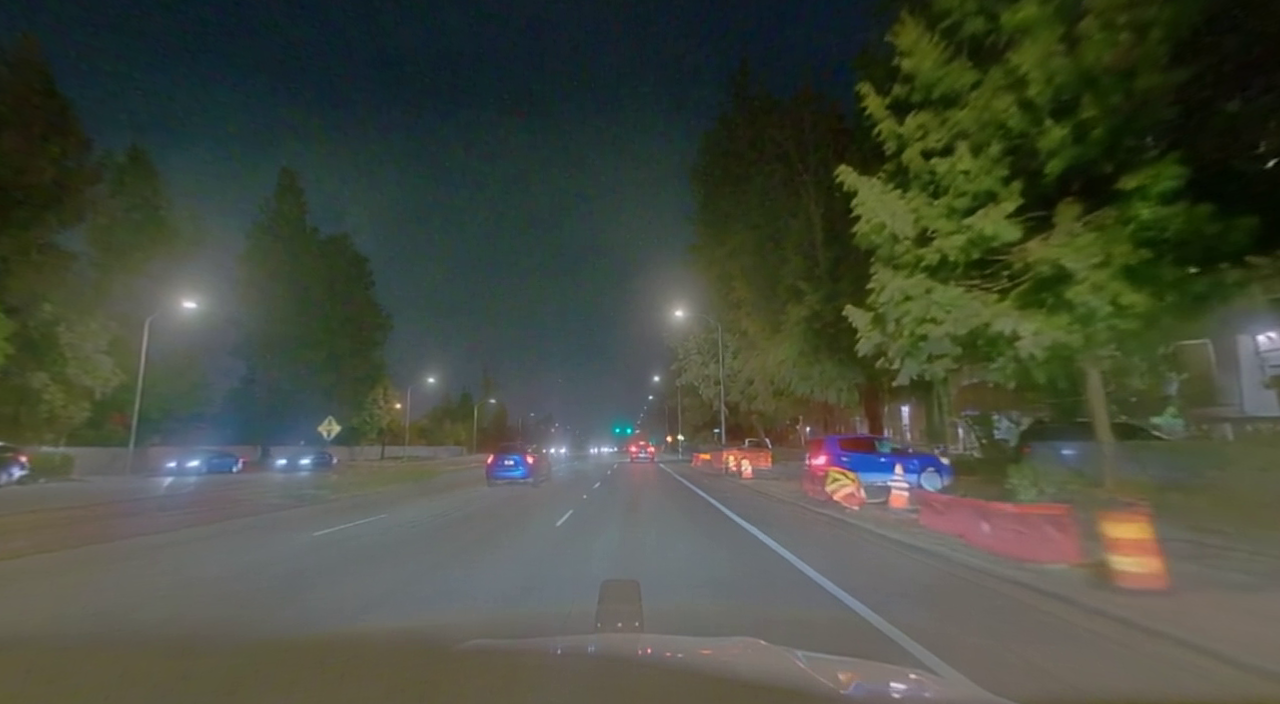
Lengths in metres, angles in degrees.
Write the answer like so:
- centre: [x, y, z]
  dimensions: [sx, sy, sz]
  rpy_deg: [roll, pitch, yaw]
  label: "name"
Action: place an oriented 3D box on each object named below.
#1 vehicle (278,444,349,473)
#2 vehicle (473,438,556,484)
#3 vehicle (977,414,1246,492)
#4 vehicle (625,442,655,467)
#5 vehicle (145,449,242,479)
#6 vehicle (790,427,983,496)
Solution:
- centre: [-20.729, 6.745, 40.176]
  dimensions: [2.053, 1.761, 4.479]
  rpy_deg: [0, -9, 1]
  label: "vehicle"
- centre: [-4.849, 4.300, 25.130]
  dimensions: [2.198, 1.663, 4.519]
  rpy_deg: [0, -9, 3]
  label: "vehicle"
- centre: [11.645, 2.535, 15.919]
  dimensions: [4.936, 1.813, 2.158]
  rpy_deg: [-1, -9, 3]
  label: "vehicle"
- centre: [-0.007, 7.473, 46.108]
  dimensions: [2.135, 1.711, 4.124]
  rpy_deg: [0, -9, 0]
  label: "vehicle"
- centre: [-24.845, 6.240, 35.275]
  dimensions: [1.906, 1.525, 4.709]
  rpy_deg: [0, -9, 1]
  label: "vehicle"
- centre: [6.592, 2.993, 17.380]
  dimensions: [4.447, 1.754, 2.182]
  rpy_deg: [-1, -9, 5]
  label: "vehicle"
